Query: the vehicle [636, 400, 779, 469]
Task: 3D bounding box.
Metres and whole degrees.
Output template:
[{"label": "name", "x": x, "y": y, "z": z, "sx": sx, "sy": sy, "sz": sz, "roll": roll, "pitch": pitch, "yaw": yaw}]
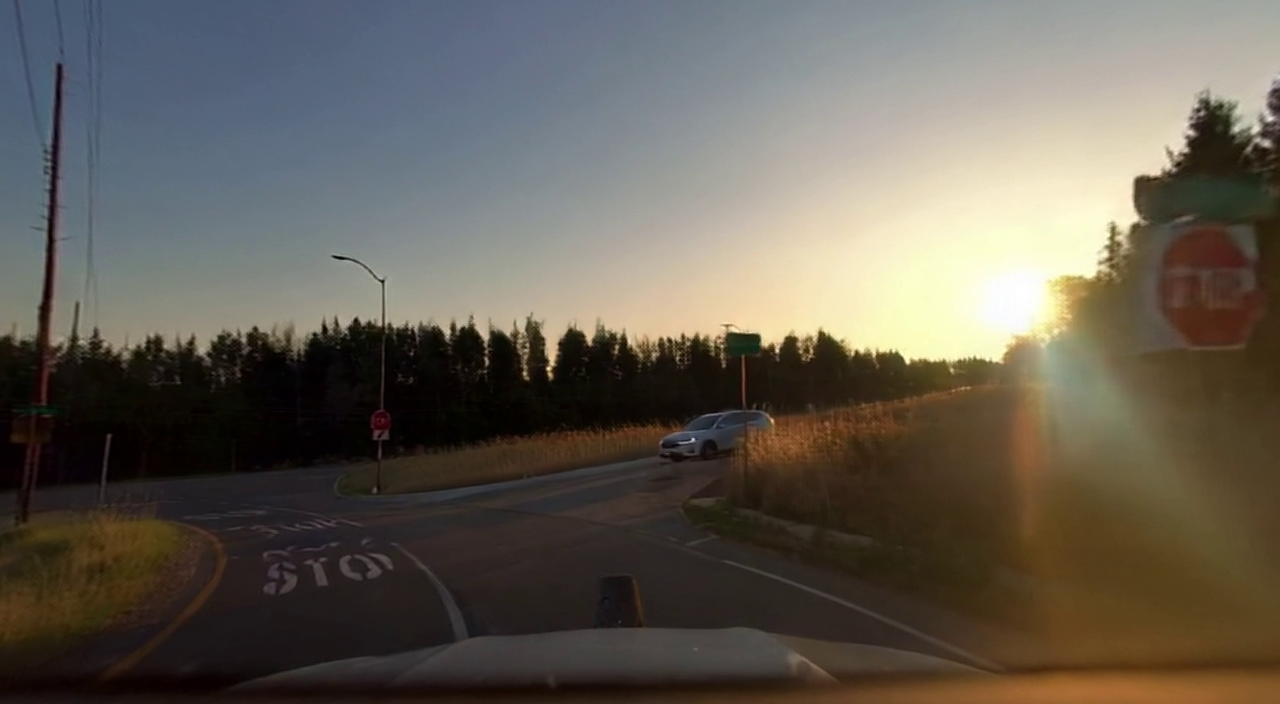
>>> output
[{"label": "vehicle", "x": 2.308, "y": 2.711, "z": 20.940, "sx": 4.403, "sy": 1.574, "sz": 1.914, "roll": -5, "pitch": -5, "yaw": -37}]
